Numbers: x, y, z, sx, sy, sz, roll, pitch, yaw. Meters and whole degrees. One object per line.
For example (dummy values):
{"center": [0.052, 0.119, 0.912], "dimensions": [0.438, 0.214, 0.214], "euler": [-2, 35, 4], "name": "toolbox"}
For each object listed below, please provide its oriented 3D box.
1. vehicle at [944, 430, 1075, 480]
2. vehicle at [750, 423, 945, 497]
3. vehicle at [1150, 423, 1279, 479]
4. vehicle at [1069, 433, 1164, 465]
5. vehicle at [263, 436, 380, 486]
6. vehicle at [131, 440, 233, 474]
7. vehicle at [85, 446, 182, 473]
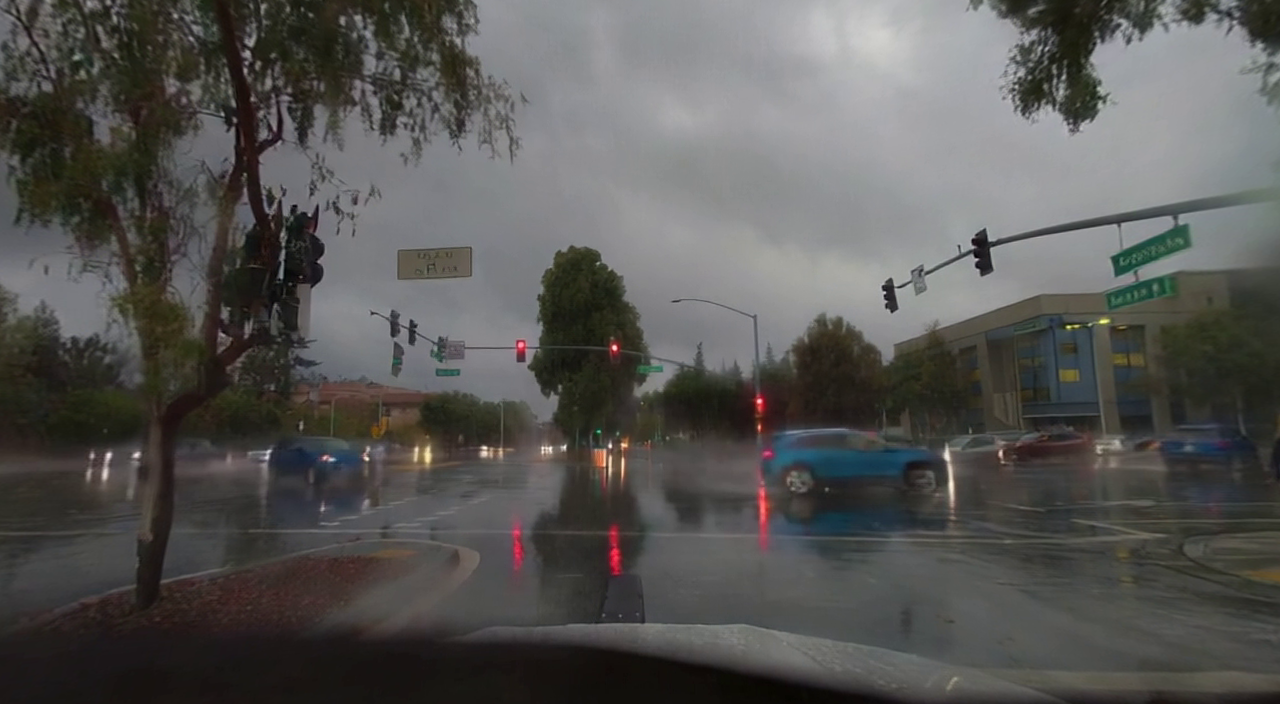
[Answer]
{"center": [14.457, 3.982, 24.695], "dimensions": [4.742, 1.762, 2.180], "euler": [4, -10, -29], "name": "vehicle"}
{"center": [5.444, 2.886, 17.077], "dimensions": [4.509, 1.821, 2.066], "euler": [0, -8, -2], "name": "vehicle"}
{"center": [21.361, 3.629, 23.367], "dimensions": [6.196, 1.777, 2.457], "euler": [7, -11, -38], "name": "vehicle"}
{"center": [27.655, 5.680, 36.939], "dimensions": [2.156, 1.719, 4.780], "euler": [-1, -8, 6], "name": "vehicle"}
{"center": [-10.959, 3.672, 21.609], "dimensions": [4.312, 1.540, 2.007], "euler": [-7, -11, 41], "name": "vehicle"}
{"center": [-23.882, 5.457, 33.180], "dimensions": [1.951, 1.609, 4.693], "euler": [0, -8, -2], "name": "vehicle"}
{"center": [-31.011, 6.558, 38.921], "dimensions": [1.892, 1.525, 5.171], "euler": [0, -8, -3], "name": "vehicle"}
